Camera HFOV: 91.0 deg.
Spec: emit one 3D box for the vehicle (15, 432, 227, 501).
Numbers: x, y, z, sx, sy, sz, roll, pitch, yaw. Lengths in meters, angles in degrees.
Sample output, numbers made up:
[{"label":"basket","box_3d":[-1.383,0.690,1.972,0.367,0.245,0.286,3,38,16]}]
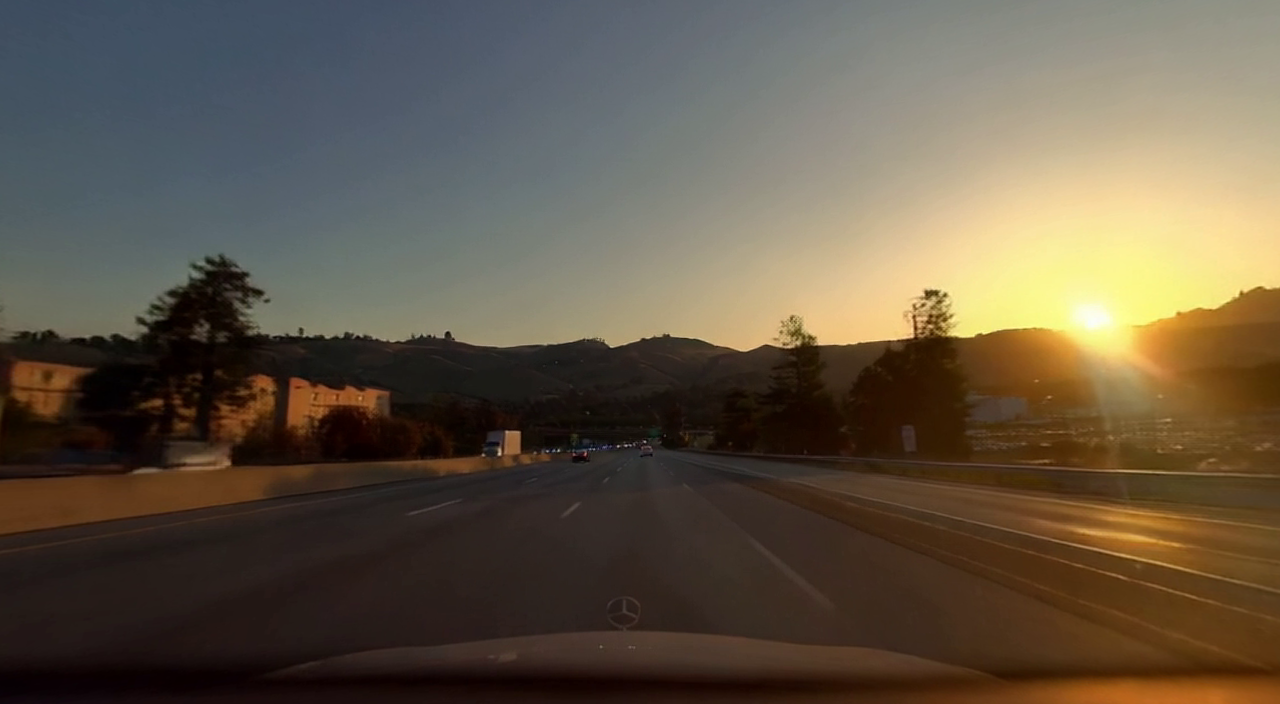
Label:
[{"label":"vehicle","box_3d":[-16.203,3.603,20.216,2.285,1.911,5.206,0,-9,1]}]
